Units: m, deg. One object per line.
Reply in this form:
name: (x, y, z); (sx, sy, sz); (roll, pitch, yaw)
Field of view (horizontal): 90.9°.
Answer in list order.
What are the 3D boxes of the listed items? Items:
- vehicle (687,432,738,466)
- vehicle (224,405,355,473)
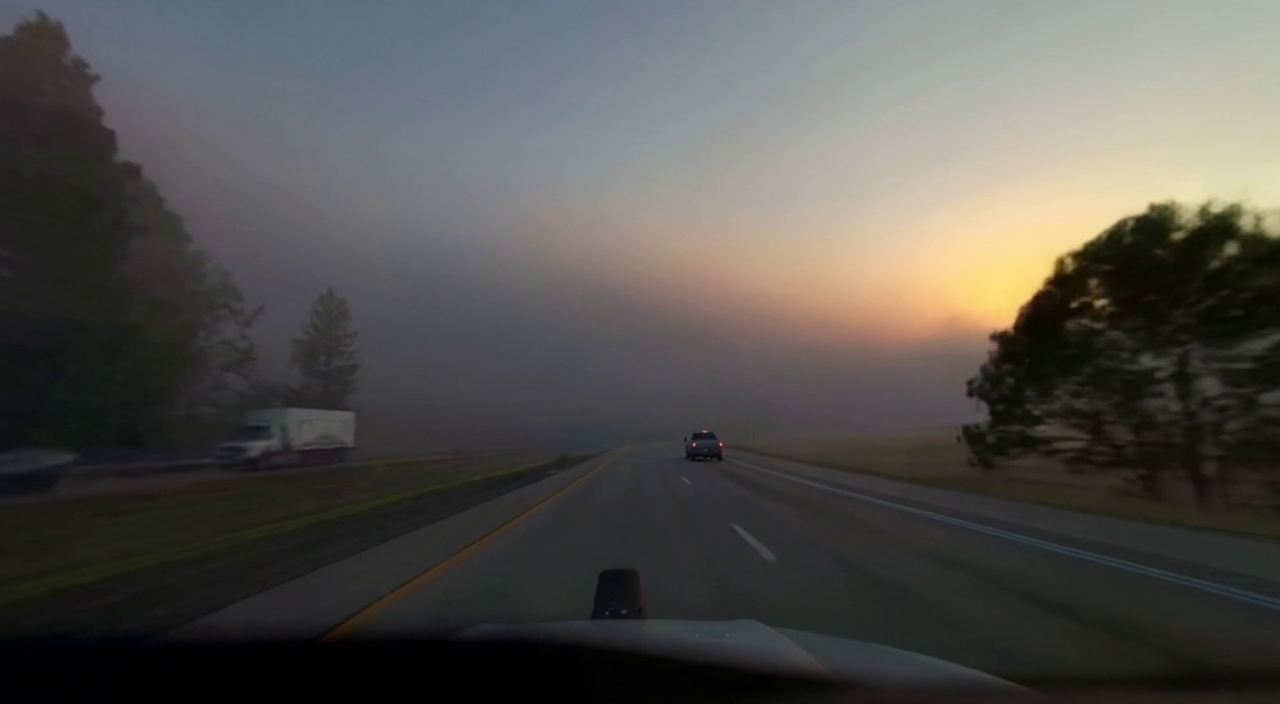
vehicle: (3.664, 5.007, 32.644); (2.157, 1.640, 4.056); (0, -8, 1)
vehicle: (-21.393, 5.453, 39.303); (2.949, 3.757, 8.813); (0, -8, 0)
